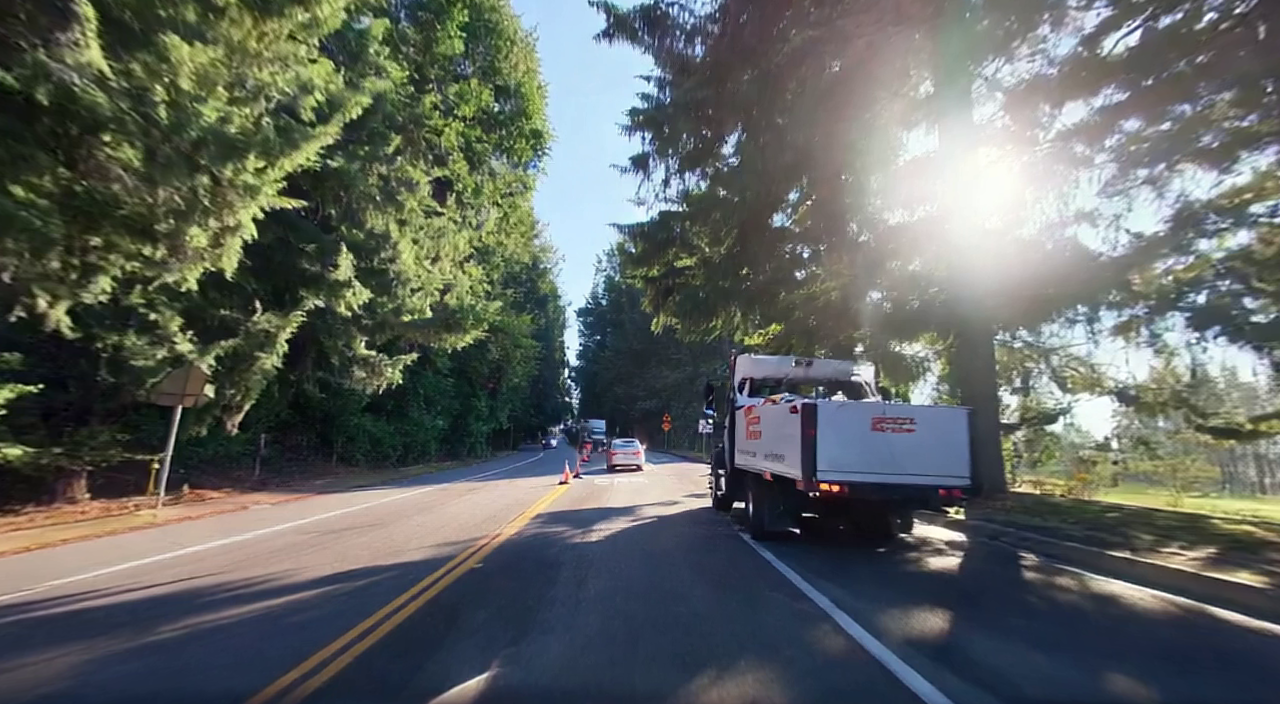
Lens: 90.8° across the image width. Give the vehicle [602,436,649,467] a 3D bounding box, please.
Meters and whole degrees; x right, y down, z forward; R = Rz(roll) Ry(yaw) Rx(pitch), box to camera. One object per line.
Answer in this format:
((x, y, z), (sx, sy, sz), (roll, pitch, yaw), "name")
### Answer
((-0.758, 5.022, 31.966), (2.186, 1.463, 4.356), (0, -8, -2), "vehicle")
